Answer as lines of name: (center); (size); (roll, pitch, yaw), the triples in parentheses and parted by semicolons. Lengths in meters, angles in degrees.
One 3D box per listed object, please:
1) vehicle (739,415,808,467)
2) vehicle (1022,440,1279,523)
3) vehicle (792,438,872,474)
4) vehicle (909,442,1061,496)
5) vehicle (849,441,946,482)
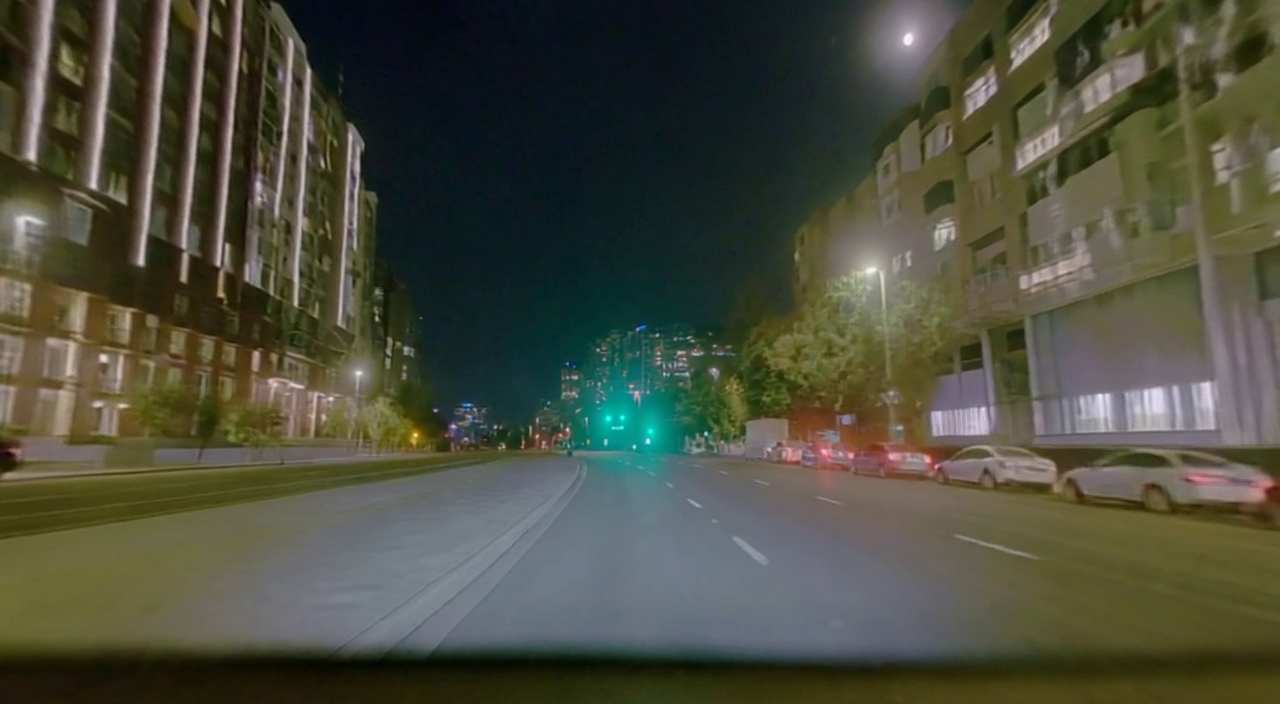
vehicle: (8.959, 6.084, 43.202); (2.853, 3.253, 6.441); (0, -9, -4)
vehicle: (10.905, 2.707, 13.863); (1.838, 1.466, 4.704); (1, -9, -4)
vehicle: (9.848, 5.398, 33.015); (2.050, 1.699, 5.584); (1, -9, -4)
vehicle: (10.564, 3.597, 19.887); (1.895, 1.467, 4.885); (0, -9, -2)
vehicle: (10.361, 4.426, 25.820); (1.801, 1.489, 4.339); (1, -9, -6)
